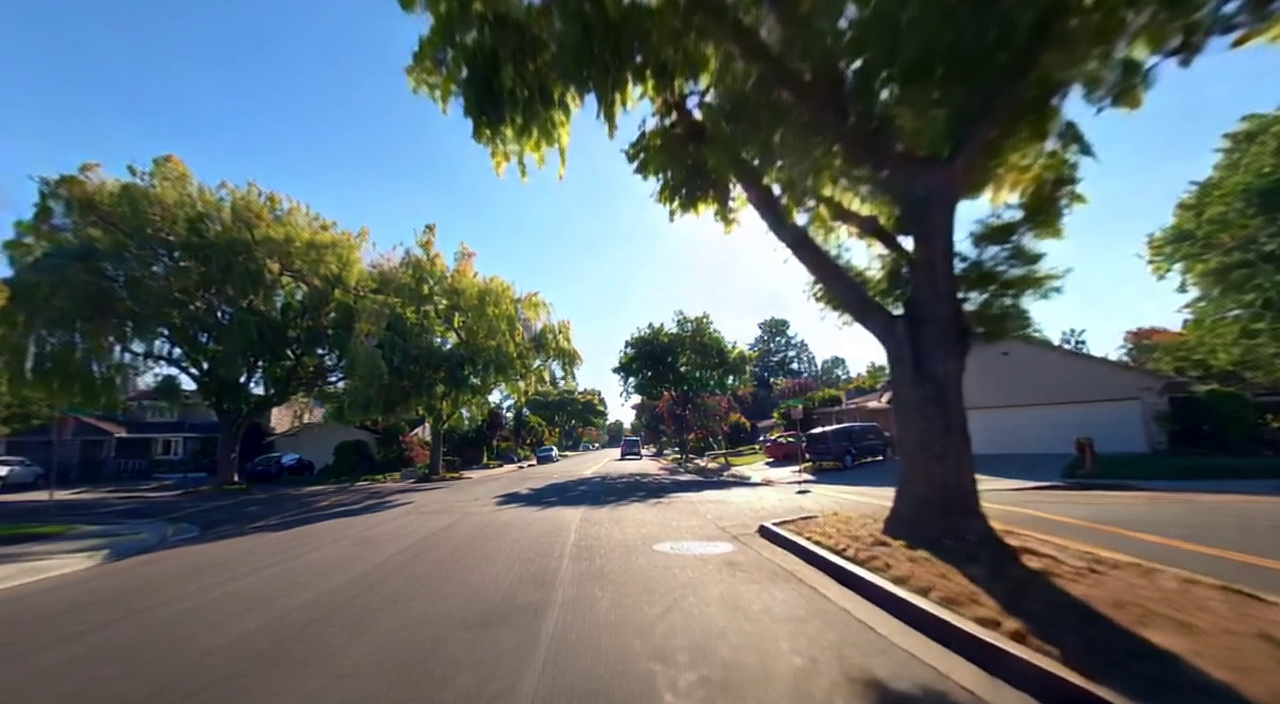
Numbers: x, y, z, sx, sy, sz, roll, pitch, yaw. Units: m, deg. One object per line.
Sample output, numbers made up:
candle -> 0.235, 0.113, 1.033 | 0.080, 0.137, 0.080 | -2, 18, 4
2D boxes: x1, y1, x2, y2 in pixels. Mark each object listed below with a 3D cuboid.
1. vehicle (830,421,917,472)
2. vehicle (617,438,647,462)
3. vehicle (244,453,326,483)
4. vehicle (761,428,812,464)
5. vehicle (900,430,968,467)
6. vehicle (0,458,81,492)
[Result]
vehicle -> 9.720, 4.004, 26.837 | 2.333, 1.933, 5.662 | -1, -9, 9
vehicle -> -0.532, 7.139, 46.066 | 2.116, 1.711, 4.155 | 0, -8, 0
vehicle -> -19.763, 6.436, 35.465 | 1.917, 1.499, 4.569 | 0, -8, 0
vehicle -> 8.043, 5.225, 35.002 | 2.130, 1.836, 4.464 | -1, -9, 5
vehicle -> 13.080, 4.330, 28.370 | 1.972, 1.528, 3.891 | -2, -9, 13
vehicle -> -33.301, 6.614, 34.299 | 1.978, 1.666, 4.230 | 0, -8, 1
